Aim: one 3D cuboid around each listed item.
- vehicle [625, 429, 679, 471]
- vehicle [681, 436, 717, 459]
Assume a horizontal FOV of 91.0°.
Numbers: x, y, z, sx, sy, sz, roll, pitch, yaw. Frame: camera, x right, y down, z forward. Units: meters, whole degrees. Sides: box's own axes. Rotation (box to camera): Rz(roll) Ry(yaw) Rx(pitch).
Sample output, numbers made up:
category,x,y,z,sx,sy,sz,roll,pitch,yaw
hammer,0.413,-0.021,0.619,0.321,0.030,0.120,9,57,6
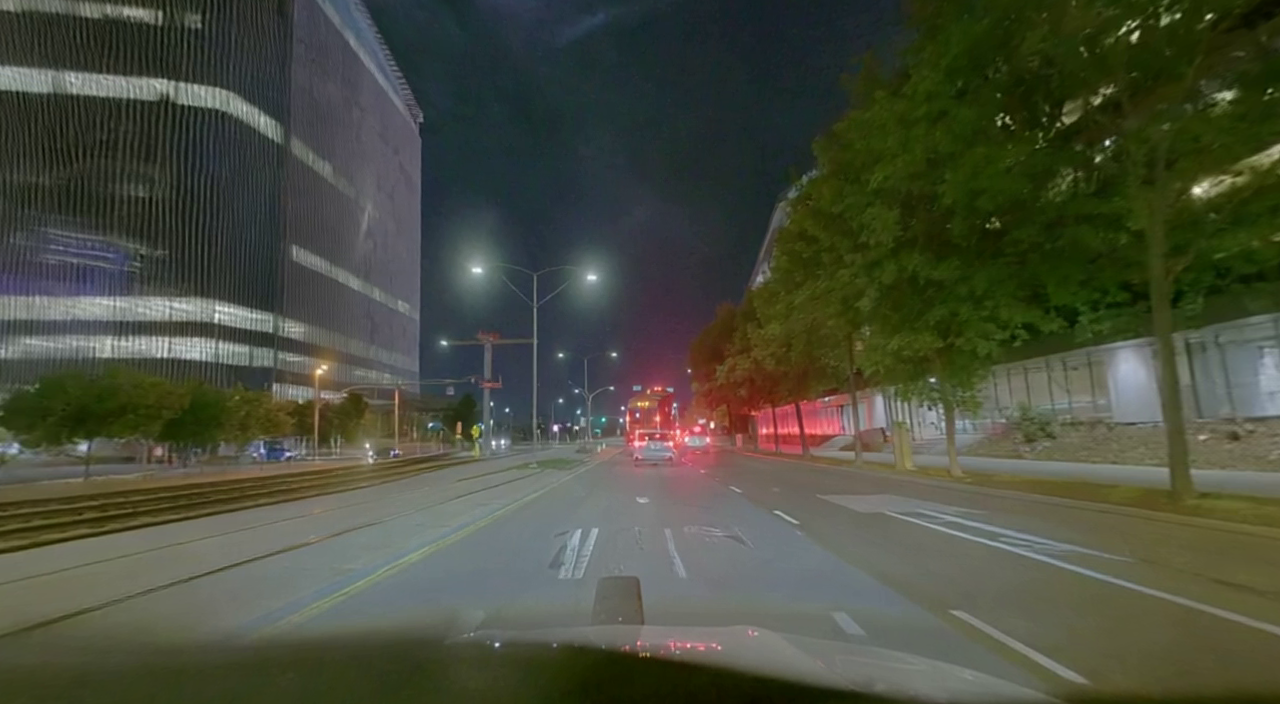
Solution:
category,x,y,z,sx,sy,sz,roll,pitch,yaw
vehicle,0.488,4.264,27.510,2.190,1.684,4.084,0,-9,0
vehicle,4.049,6.648,43.864,1.916,1.466,4.529,0,-9,-1
